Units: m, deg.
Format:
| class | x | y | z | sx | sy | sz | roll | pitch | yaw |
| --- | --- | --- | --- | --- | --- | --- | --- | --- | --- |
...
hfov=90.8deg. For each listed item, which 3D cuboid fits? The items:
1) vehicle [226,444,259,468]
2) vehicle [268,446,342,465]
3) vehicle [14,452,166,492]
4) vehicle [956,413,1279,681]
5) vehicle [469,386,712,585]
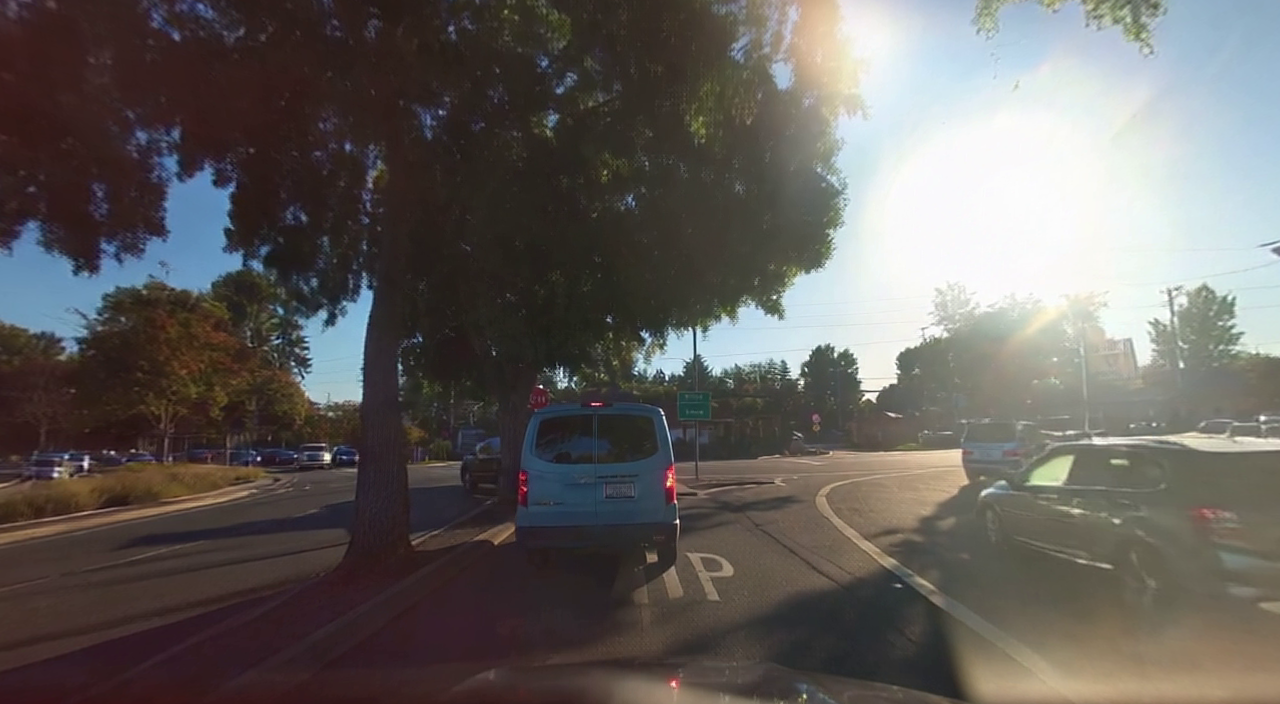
| class | x | y | z | sx | sy | sz | roll | pitch | yaw |
| --- | --- | --- | --- | --- | --- | --- | --- | --- | --- |
| vehicle | -30.040 | 7.847 | 47.798 | 1.913 | 1.682 | 4.120 | 5 | -10 | -31 |
| vehicle | -26.303 | 8.119 | 49.705 | 4.670 | 1.472 | 1.851 | 1 | -9 | -8 |
| vehicle | -21.508 | 4.660 | 24.988 | 2.038 | 1.392 | 4.362 | 0 | -9 | 1 |
| vehicle | 4.916 | 1.432 | 5.734 | 2.079 | 1.504 | 4.828 | -1 | -9 | 7 |
| vehicle | -0.387 | 1.579 | 8.193 | 2.237 | 1.828 | 4.546 | 0 | -9 | 2 |
